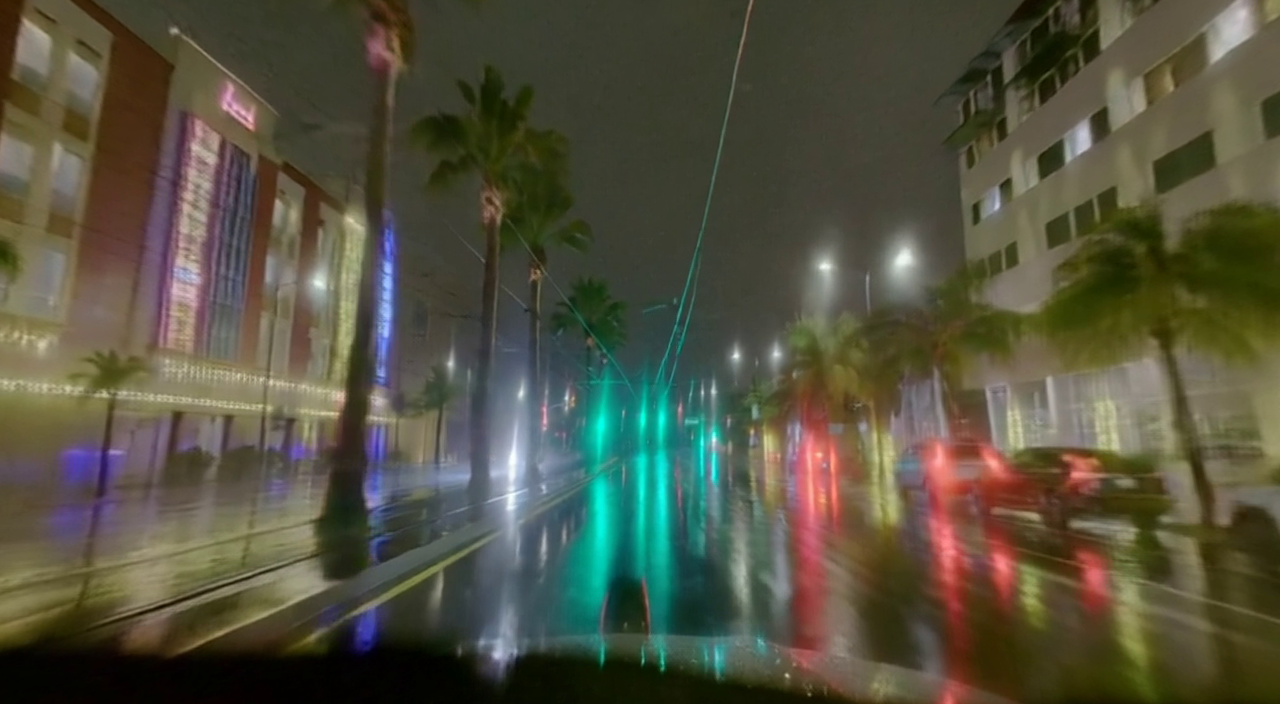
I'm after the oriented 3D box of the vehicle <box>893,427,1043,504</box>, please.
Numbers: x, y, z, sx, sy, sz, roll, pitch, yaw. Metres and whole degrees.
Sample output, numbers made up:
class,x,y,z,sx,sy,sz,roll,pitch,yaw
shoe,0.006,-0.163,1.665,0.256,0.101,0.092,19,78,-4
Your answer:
class,x,y,z,sx,sy,sz,roll,pitch,yaw
vehicle,8.789,3.057,17.370,1.900,1.846,4.002,0,-8,-1

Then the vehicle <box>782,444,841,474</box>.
class,x,y,z,sx,sy,sz,roll,pitch,yaw
vehicle,9.184,5.763,34.152,1.822,1.494,4.385,0,-8,-2

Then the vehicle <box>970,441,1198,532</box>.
class,x,y,z,sx,sy,sz,roll,pitch,yaw
vehicle,8.441,2.541,12.513,1.715,1.500,3.910,0,-8,1

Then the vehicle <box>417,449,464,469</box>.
class,x,y,z,sx,sy,sz,roll,pitch,yaw
vehicle,-15.270,8.207,48.544,1.993,1.464,4.740,0,-8,1
